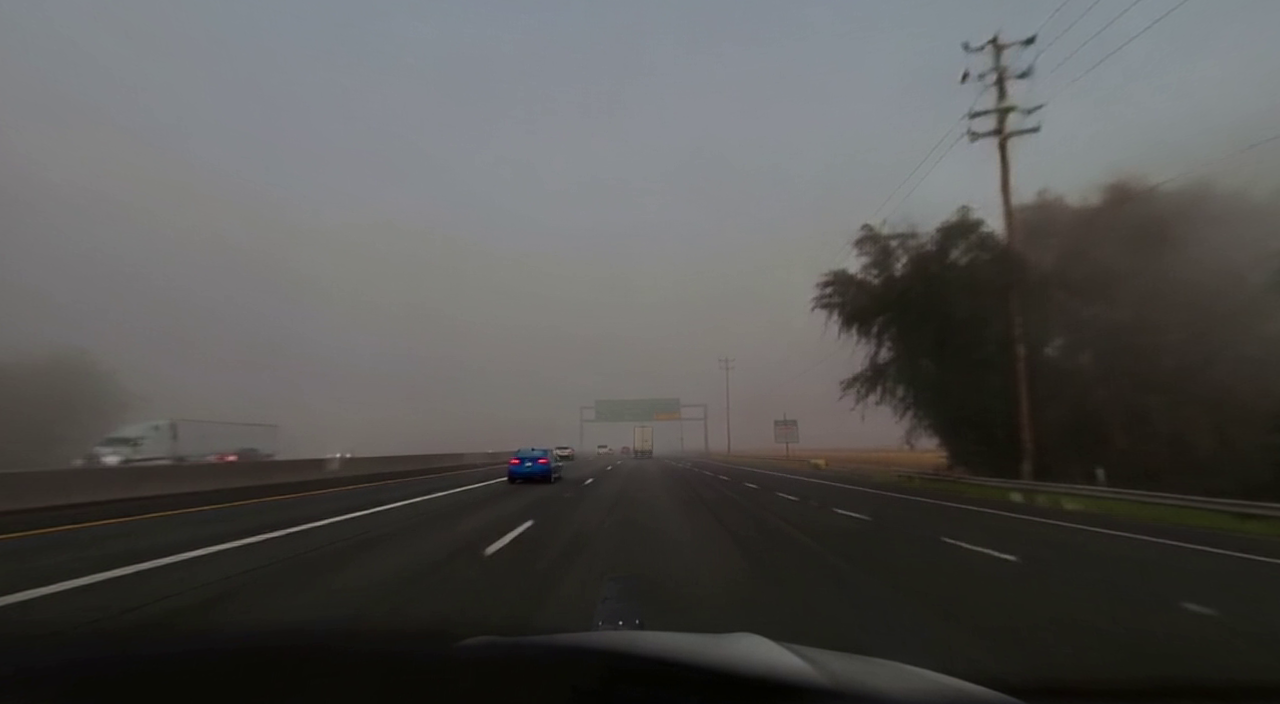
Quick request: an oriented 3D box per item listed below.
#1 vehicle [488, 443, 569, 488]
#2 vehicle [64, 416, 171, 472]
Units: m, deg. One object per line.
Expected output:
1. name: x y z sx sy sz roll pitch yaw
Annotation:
1. vehicle: -4.026 4.168 23.543 2.104 1.501 4.459 0 -9 1
2. vehicle: -39.769 7.078 48.263 2.850 3.973 5.923 0 -9 0
